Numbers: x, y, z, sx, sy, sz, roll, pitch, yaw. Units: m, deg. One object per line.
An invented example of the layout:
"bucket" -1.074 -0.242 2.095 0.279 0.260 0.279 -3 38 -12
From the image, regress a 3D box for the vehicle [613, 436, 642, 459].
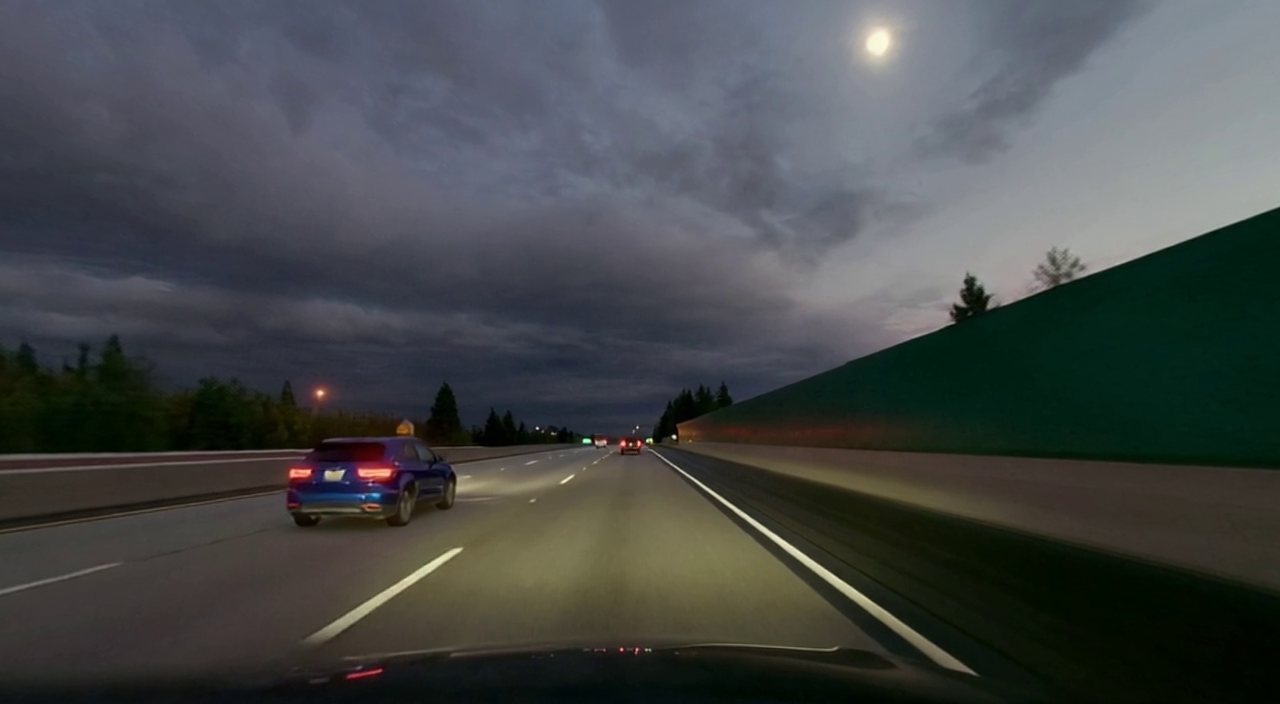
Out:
"vehicle" -0.809 6.220 41.280 1.836 1.450 3.519 0 -8 -1

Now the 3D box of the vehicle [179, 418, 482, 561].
"vehicle" -3.992 1.825 9.335 2.072 1.545 4.767 0 -8 0
